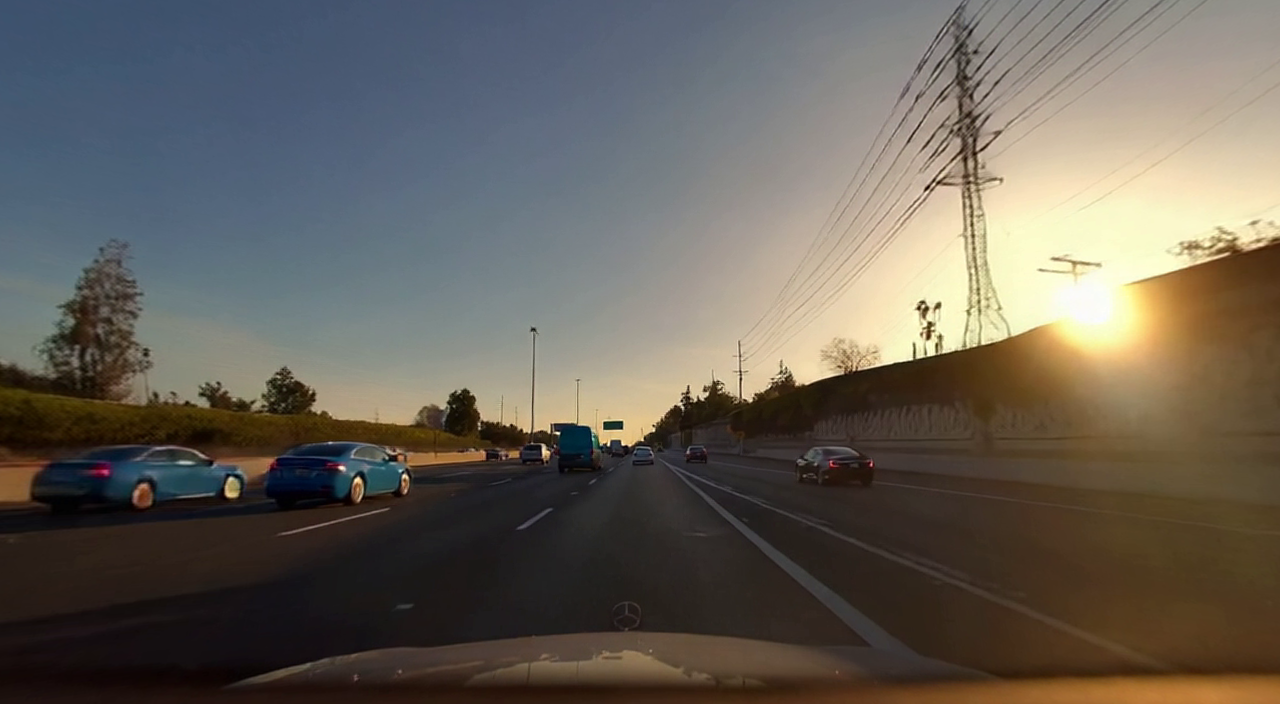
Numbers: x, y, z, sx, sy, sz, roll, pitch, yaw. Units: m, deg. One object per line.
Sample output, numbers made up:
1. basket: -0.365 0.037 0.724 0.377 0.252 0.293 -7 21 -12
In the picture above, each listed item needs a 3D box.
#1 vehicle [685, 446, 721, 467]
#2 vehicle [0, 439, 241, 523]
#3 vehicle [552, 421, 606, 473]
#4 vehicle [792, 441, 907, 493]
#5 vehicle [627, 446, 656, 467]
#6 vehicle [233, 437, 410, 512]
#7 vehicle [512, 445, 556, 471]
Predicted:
1. vehicle: 4.605 7.716 46.677 2.095 1.504 4.536 0 -9 -1
2. vehicle: -11.109 2.688 13.689 2.009 1.513 4.304 0 -9 0
3. vehicle: -3.313 5.388 35.605 2.395 2.660 5.827 0 -9 1
4. vehicle: 6.502 3.604 20.103 2.052 1.470 4.364 0 -9 -2
5. vehicle: 0.083 7.784 47.192 2.084 1.492 4.137 0 -9 -1
6. vehicle: -7.429 2.887 15.339 1.967 1.525 4.458 0 -9 0
7. vehicle: -6.635 6.668 39.821 1.944 1.490 4.442 0 -9 1
